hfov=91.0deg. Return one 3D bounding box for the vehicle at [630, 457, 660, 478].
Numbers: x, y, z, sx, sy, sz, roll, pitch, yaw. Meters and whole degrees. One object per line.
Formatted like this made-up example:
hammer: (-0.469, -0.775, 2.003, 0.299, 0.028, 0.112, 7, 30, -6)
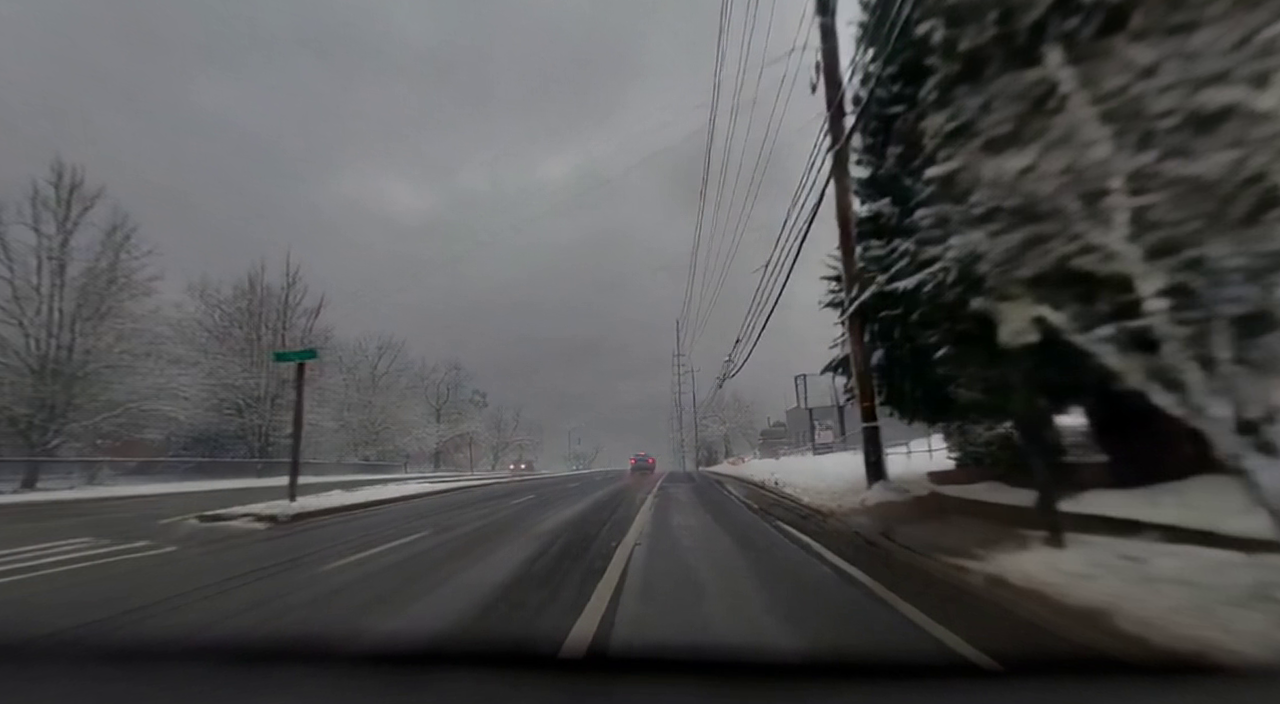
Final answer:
vehicle: (0.412, 8.802, 48.279, 2.114, 1.492, 4.453, -1, -9, 3)
